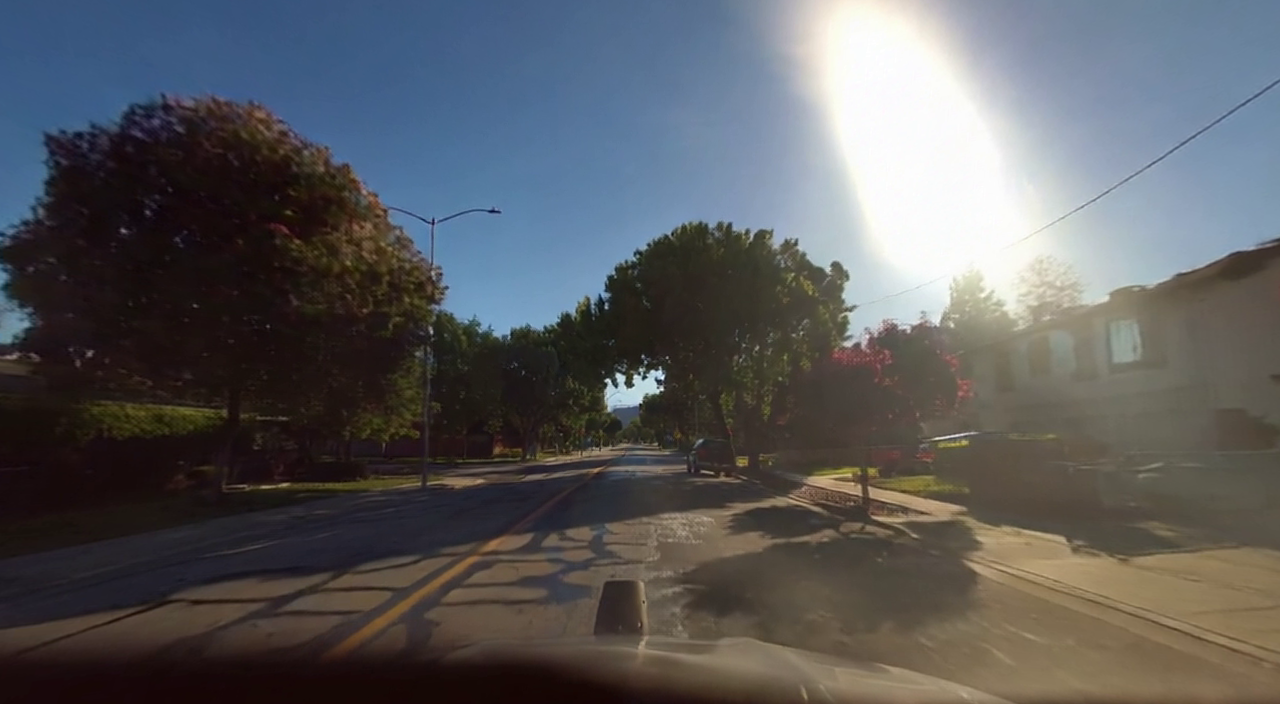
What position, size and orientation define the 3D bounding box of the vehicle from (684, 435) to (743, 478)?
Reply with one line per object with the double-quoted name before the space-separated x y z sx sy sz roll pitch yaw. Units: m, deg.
"vehicle" 3.135 4.568 27.916 2.086 1.726 4.384 0 -8 0
